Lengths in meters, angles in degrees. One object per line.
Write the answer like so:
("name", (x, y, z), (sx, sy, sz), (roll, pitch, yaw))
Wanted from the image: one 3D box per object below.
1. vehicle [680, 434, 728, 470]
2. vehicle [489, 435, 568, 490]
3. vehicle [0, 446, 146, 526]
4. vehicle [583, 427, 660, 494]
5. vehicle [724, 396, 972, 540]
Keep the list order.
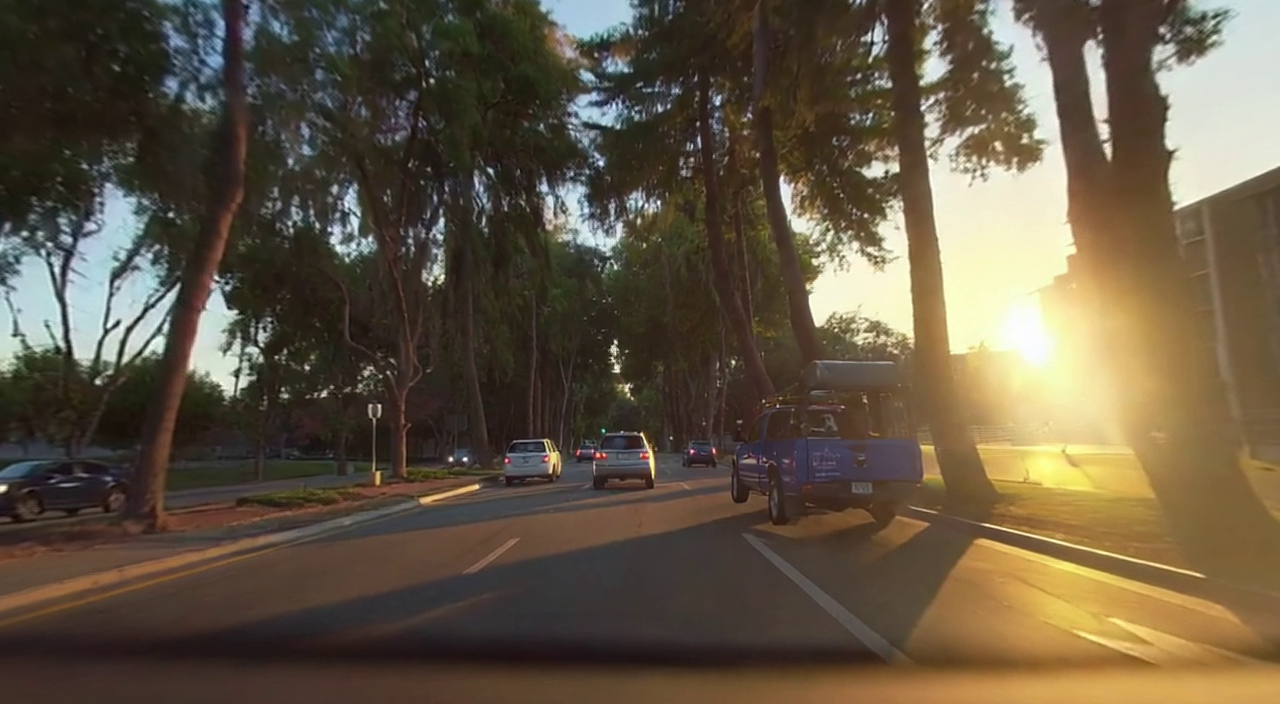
("vehicle", (3.638, 5.802, 36.591), (2.183, 1.948, 4.633), (0, -8, -2))
("vehicle", (-3.599, 3.627, 21.047), (1.894, 1.642, 3.861), (0, -8, 1))
("vehicle", (-15.047, 3.258, 15.725), (1.889, 1.743, 4.296), (-2, -8, 1))
("vehicle", (-0.466, 3.215, 18.966), (2.075, 1.770, 4.018), (0, -8, 1))
("vehicle", (3.394, 2.115, 12.162), (2.655, 2.054, 6.098), (0, -8, 0))
